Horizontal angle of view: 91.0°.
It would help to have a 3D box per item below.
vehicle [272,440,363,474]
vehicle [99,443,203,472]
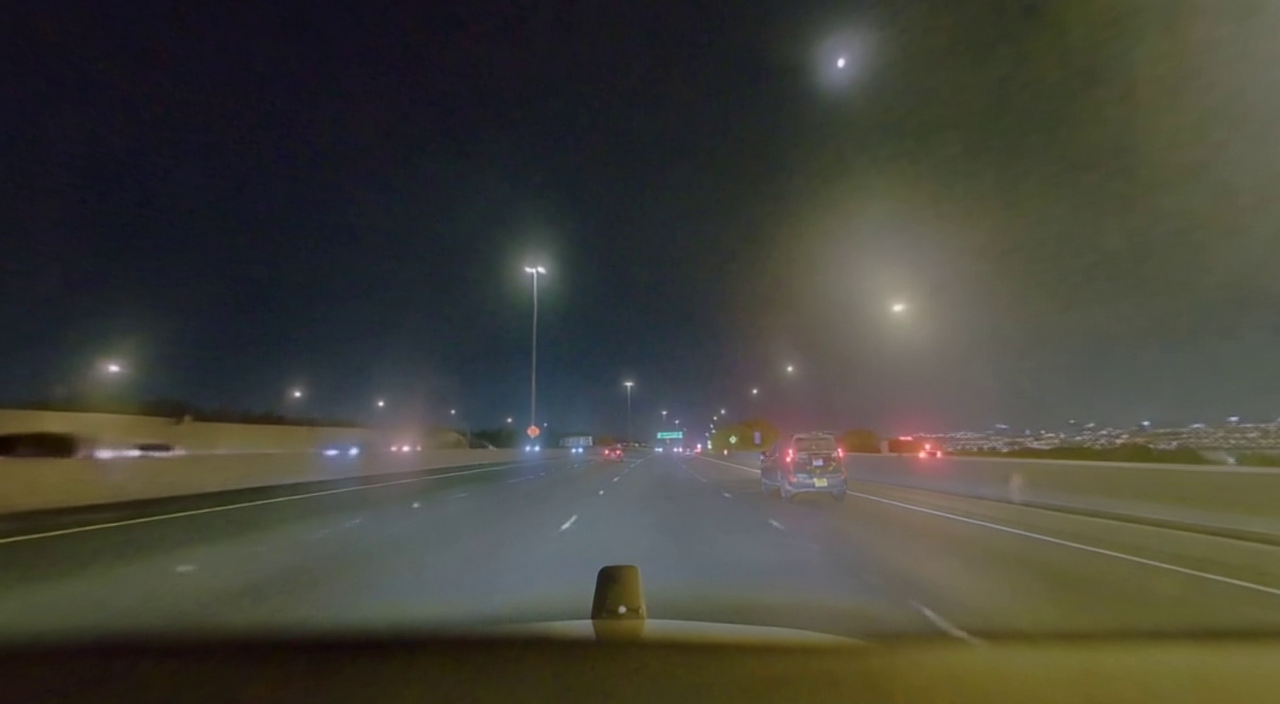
[{"bbox_3d":[-15.548,5.092,30.699,2.048,1.510,4.327,0,-9,2],"label":"vehicle"},{"bbox_3d":[-28.241,6.109,36.651,1.902,1.517,5.008,0,-9,2],"label":"vehicle"}]
